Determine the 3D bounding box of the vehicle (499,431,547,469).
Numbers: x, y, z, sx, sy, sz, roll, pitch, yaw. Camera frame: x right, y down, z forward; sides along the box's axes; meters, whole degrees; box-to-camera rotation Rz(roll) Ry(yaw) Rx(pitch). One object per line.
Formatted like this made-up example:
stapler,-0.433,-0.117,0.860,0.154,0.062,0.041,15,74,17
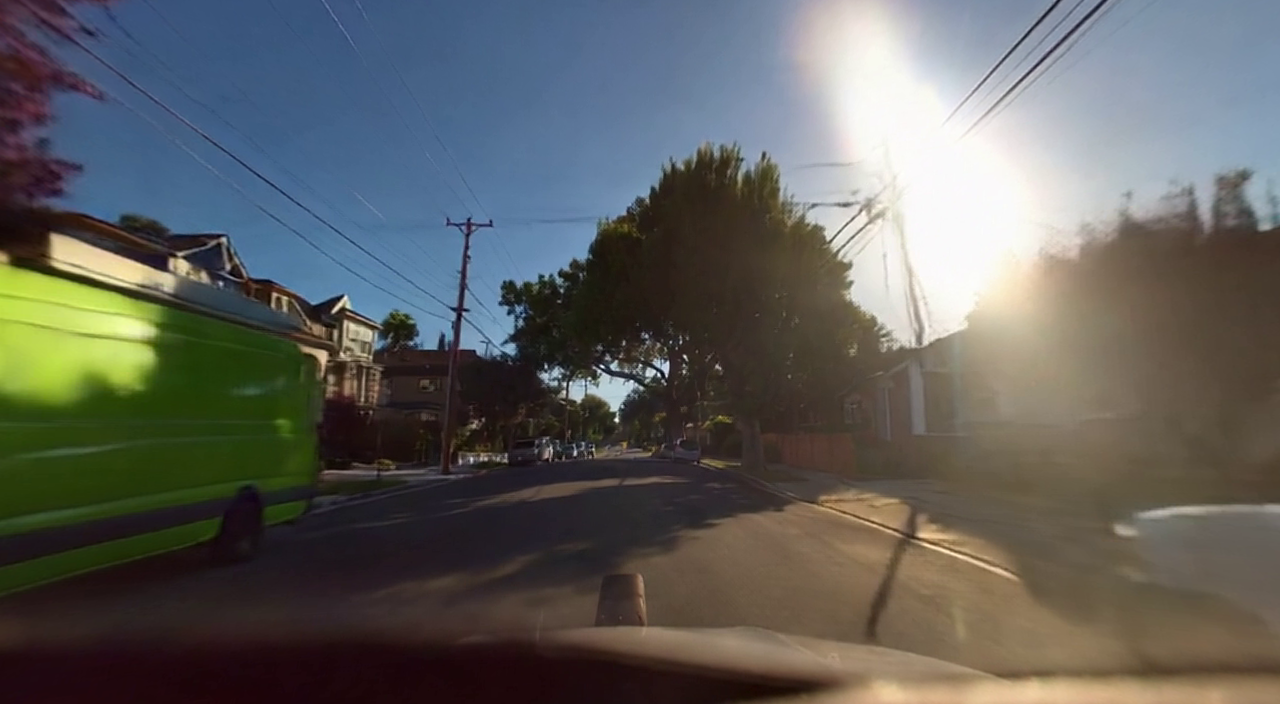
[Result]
vehicle,-7.176,6.137,39.040,1.947,1.480,4.330,-3,-19,2

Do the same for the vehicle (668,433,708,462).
vehicle,3.110,6.395,42.172,2.159,1.760,5.345,0,-9,-1

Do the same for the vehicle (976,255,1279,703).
vehicle,3.401,0.547,1.180,2.328,2.042,5.559,0,-9,-2

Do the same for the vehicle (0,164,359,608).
vehicle,-6.710,0.569,7.658,3.115,3.562,7.695,-2,-6,0
